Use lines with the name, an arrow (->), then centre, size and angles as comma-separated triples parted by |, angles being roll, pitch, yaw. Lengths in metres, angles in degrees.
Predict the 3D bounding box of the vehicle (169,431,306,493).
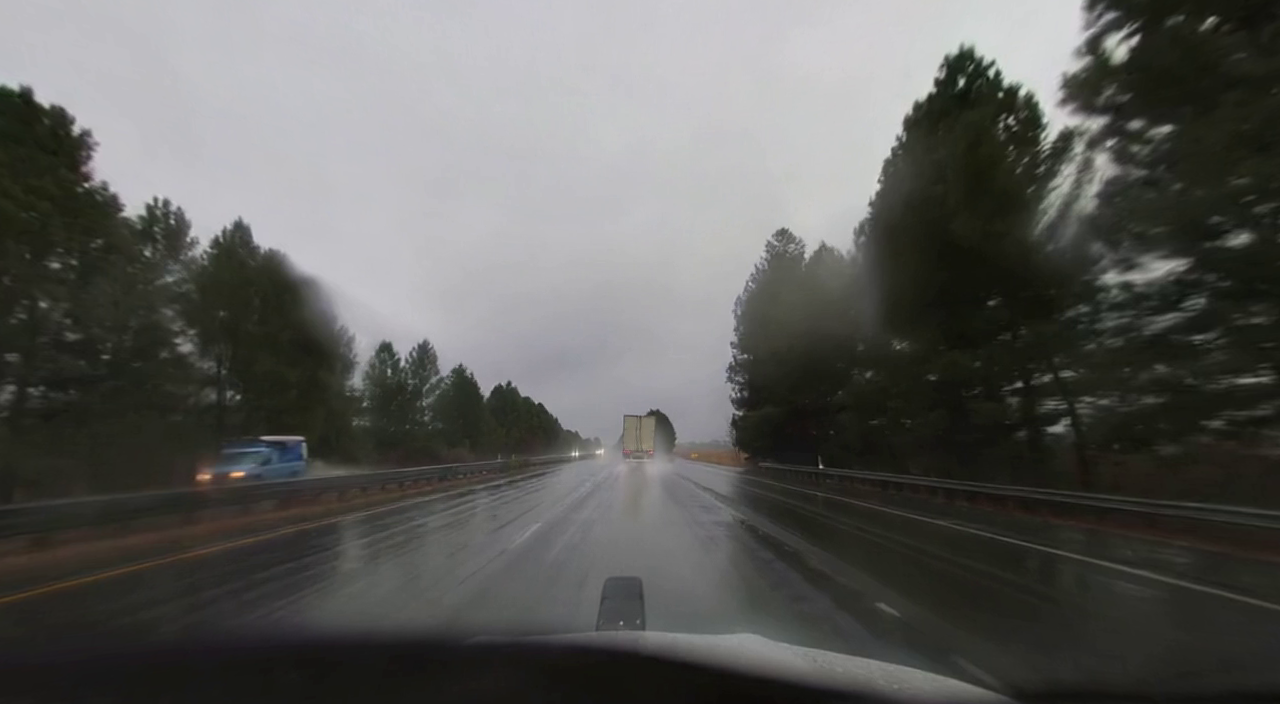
vehicle -> -17.322, 4.753, 27.626 | 2.383, 2.411, 5.354 | 0, -9, 0
